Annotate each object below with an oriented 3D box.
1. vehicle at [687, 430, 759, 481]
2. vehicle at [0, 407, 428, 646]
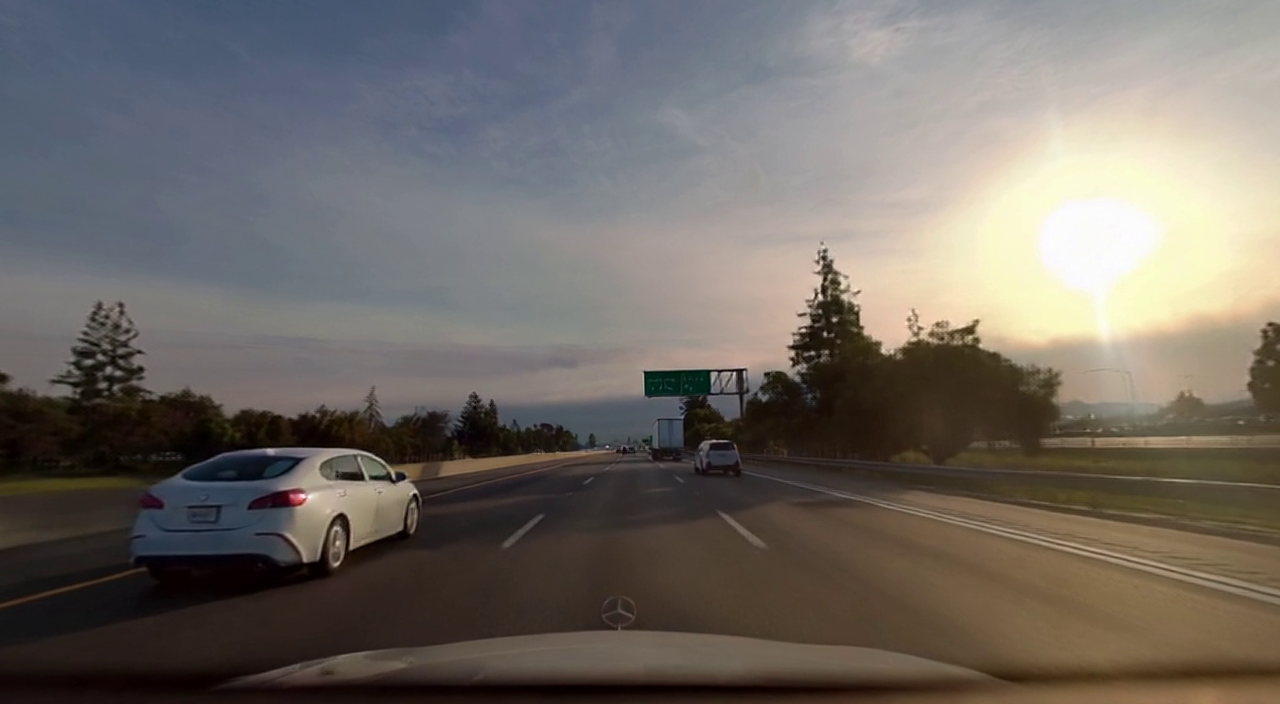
[{"bbox_3d":[3.101,3.974,24.547,2.065,1.760,4.488,0,-8,-1],"label":"vehicle"},{"bbox_3d":[-4.043,1.534,6.739,1.903,1.607,4.770,0,-8,0],"label":"vehicle"}]
